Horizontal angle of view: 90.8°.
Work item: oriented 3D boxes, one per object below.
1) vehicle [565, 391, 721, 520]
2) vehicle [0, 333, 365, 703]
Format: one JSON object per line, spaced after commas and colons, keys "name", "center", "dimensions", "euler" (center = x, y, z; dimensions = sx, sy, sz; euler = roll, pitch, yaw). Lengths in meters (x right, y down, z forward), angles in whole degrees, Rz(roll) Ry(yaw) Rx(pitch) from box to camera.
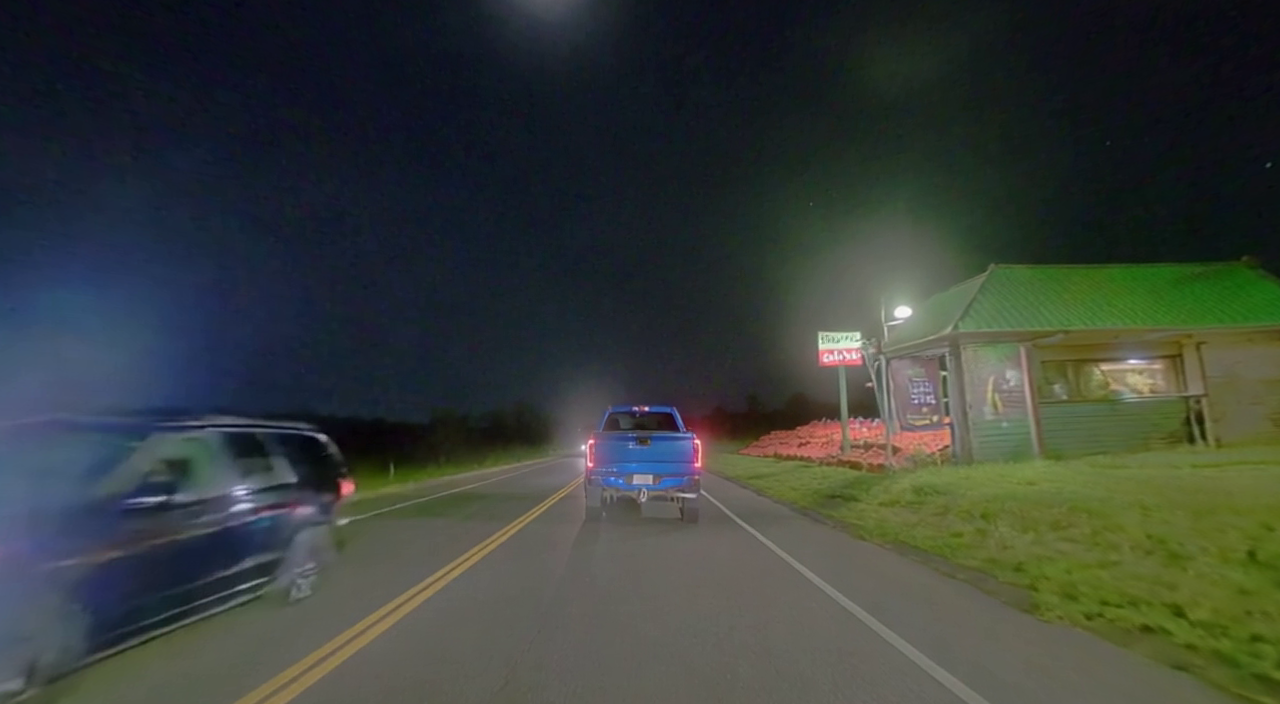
{"name": "vehicle", "center": [-0.037, 2.220, 13.974], "dimensions": [2.693, 2.223, 5.885], "euler": [0, -8, -2]}
{"name": "vehicle", "center": [-3.933, 1.063, 4.179], "dimensions": [2.180, 1.801, 4.679], "euler": [-2, -8, -1]}
